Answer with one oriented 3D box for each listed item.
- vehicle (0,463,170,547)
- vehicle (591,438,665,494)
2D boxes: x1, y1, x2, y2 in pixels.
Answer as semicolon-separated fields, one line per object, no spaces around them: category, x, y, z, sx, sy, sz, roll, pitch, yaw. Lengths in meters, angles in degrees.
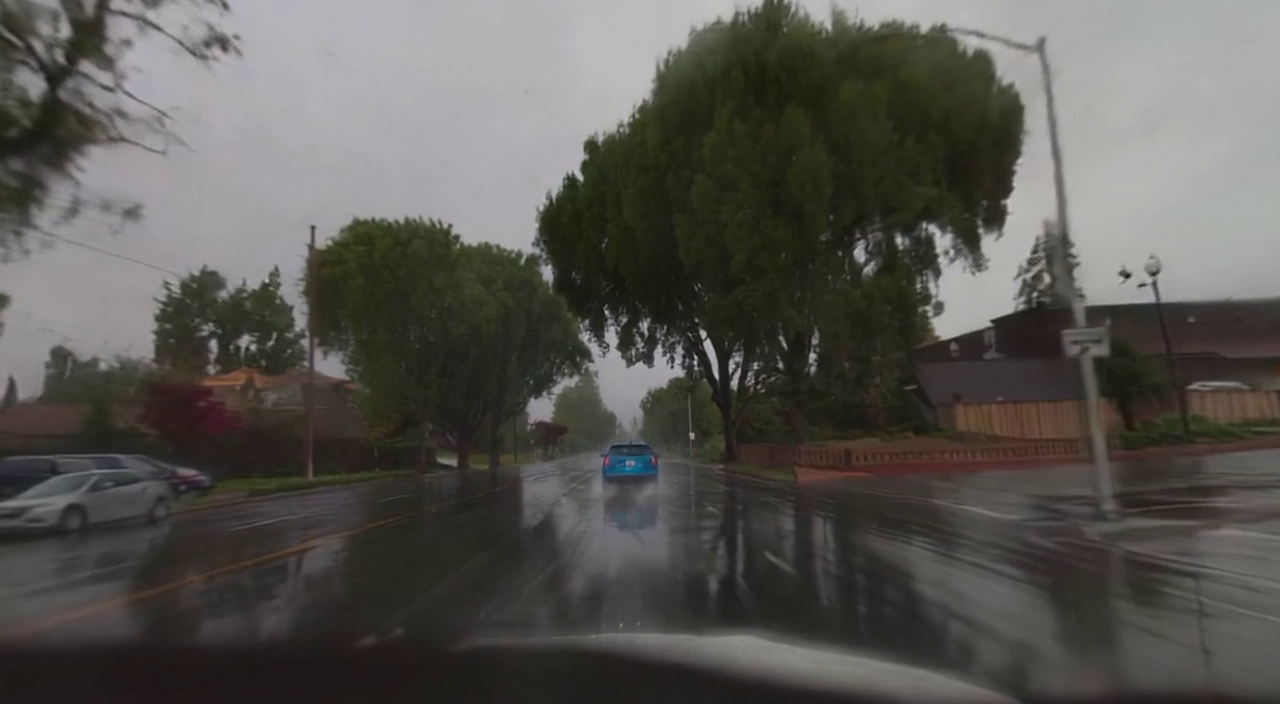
vehicle;-13.874;3.619;15.341;1.900;1.596;4.142;-3;-9;-3
vehicle;-0.383;3.682;20.752;2.181;1.639;4.127;0;-9;-1
